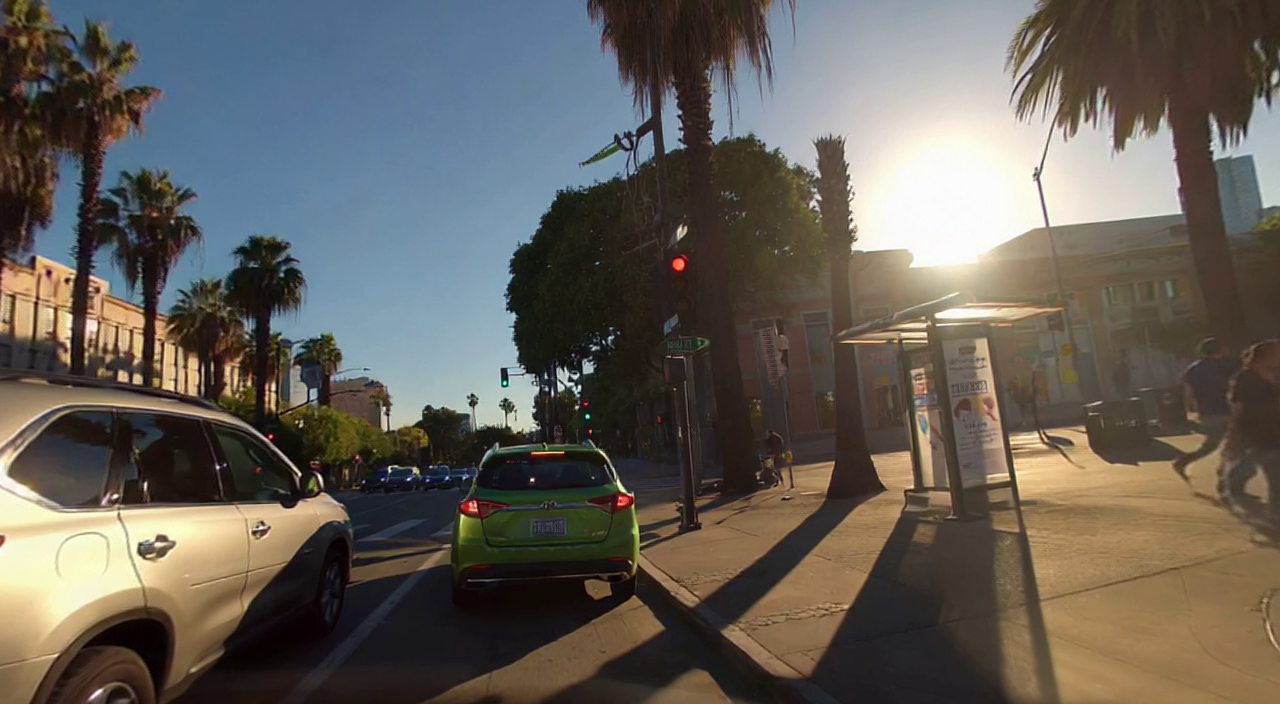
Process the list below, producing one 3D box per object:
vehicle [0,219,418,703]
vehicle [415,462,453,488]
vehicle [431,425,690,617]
[{"bbox_3d":[-2.764,0.909,3.230,2.098,1.851,4.571,1,-9,-7],"label":"vehicle"},{"bbox_3d":[-14.625,8.691,44.991,1.964,1.642,4.085,1,-9,-10],"label":"vehicle"},{"bbox_3d":[-1.018,1.652,7.241,2.065,1.467,4.289,2,-9,-11],"label":"vehicle"}]
